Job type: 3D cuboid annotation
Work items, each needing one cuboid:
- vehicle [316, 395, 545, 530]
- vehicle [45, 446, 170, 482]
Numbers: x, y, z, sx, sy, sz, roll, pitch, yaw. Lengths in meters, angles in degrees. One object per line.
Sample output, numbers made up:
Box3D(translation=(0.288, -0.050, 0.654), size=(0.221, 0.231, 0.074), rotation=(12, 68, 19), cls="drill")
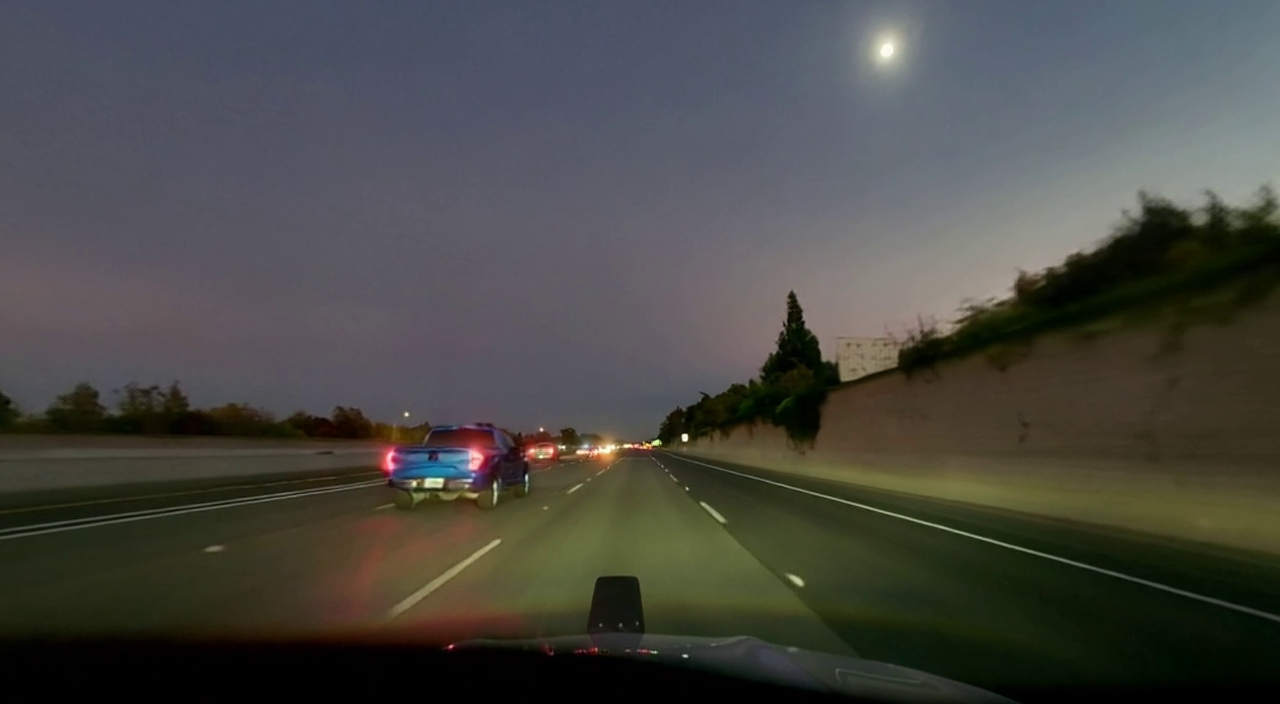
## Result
Box3D(translation=(-3.859, 2.242, 13.370), size=(2.604, 2.170, 6.271), rotation=(0, -8, 1), cls="vehicle")
Box3D(translation=(-25.646, 5.371, 30.628), size=(1.930, 1.587, 4.711), rotation=(0, -8, 0), cls="vehicle")
